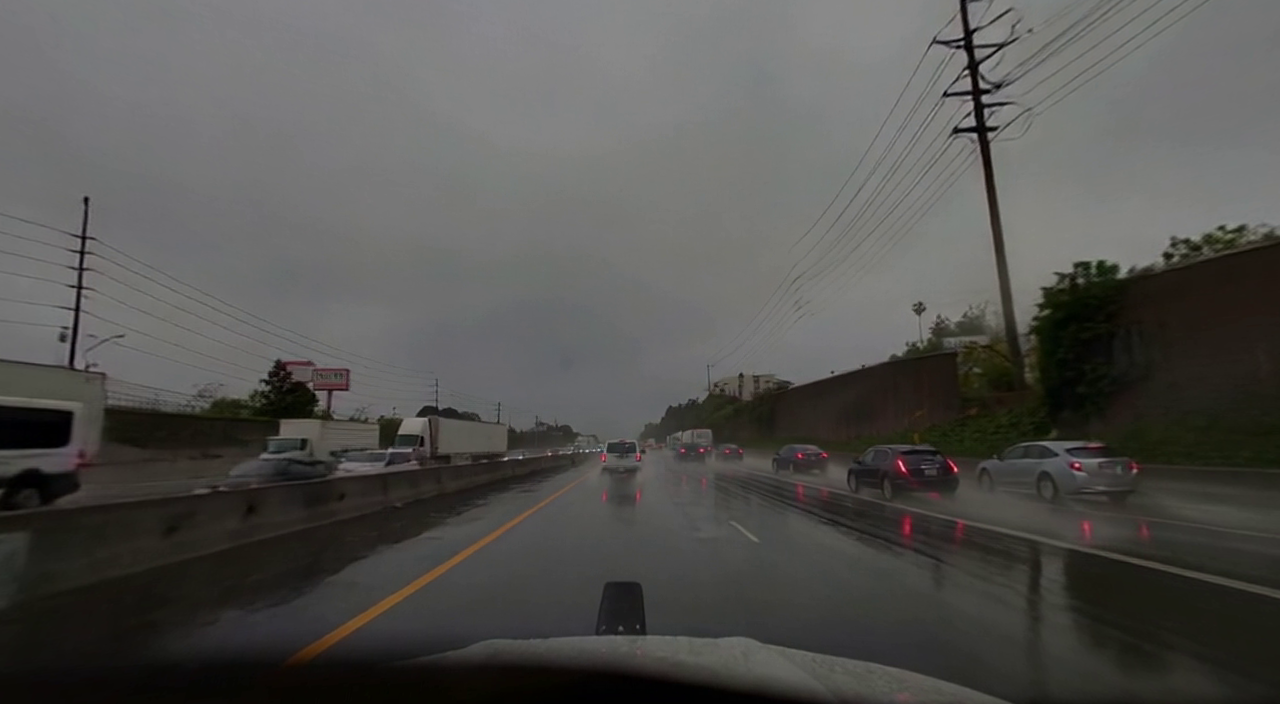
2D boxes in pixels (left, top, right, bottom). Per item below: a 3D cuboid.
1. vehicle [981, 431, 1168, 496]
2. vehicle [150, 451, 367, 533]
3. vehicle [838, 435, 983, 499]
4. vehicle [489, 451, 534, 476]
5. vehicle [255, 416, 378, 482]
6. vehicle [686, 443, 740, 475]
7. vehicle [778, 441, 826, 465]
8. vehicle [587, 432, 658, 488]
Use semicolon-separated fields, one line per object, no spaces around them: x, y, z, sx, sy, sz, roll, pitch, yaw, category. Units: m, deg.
11.256;2.902;16.819;1.944;1.505;4.138;0;-9;-2;vehicle
-8.181;2.994;14.190;2.086;1.477;4.438;0;-9;0;vehicle
7.030;3.017;16.997;1.958;1.473;4.201;0;-9;-1;vehicle
-8.169;7.125;40.539;1.897;1.470;4.474;0;-9;0;vehicle
-22.736;6.941;45.470;2.958;4.081;11.148;0;-9;0;vehicle
3.573;5.311;31.697;1.934;1.461;4.368;0;-9;-4;vehicle
10.692;6.679;41.982;1.901;1.485;4.483;0;-9;-2;vehicle
-0.581;3.854;22.854;2.298;1.809;4.359;0;-8;0;vehicle
